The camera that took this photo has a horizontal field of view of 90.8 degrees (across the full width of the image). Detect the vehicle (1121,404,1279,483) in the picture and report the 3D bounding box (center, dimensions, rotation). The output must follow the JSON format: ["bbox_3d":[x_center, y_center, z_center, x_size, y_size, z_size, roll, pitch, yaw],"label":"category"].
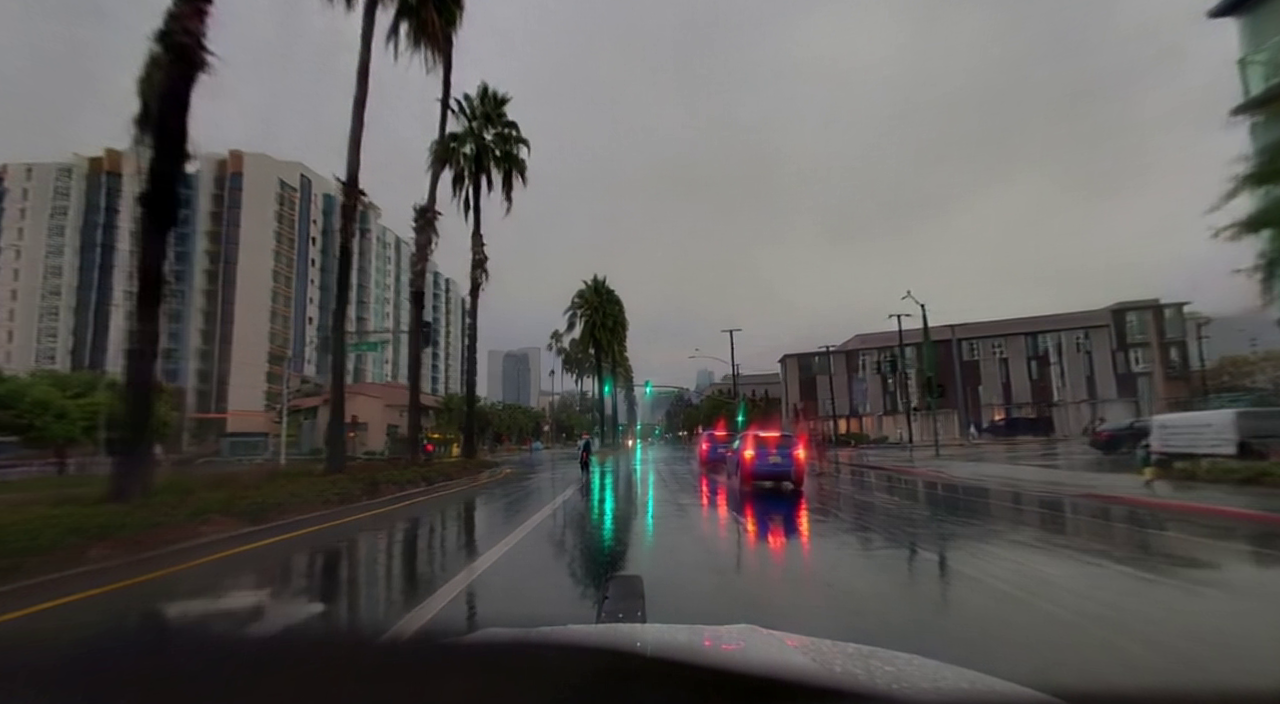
[{"bbox_3d":[15.468,2.355,16.262,4.503,1.878,2.011,0,-9,-2],"label":"vehicle"}]

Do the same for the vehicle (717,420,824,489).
[{"bbox_3d":[3.657,2.997,18.755,2.060,1.756,4.770,0,-8,-1],"label":"vehicle"}]
